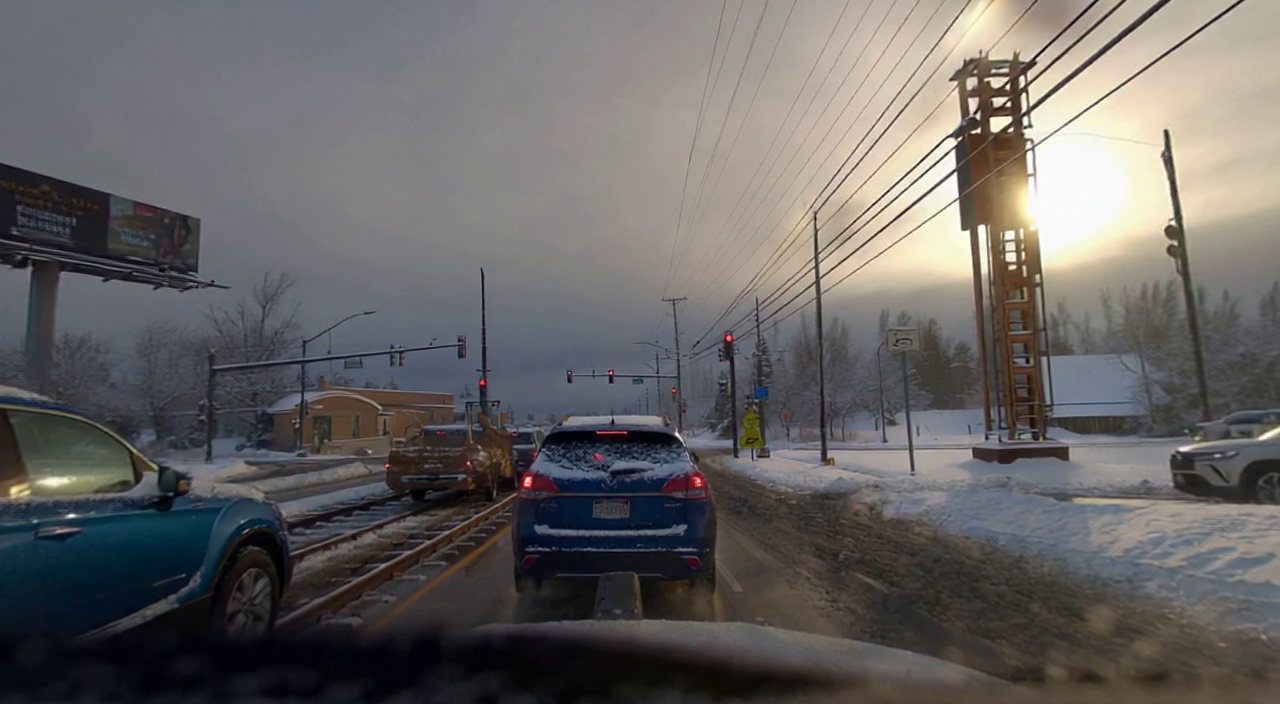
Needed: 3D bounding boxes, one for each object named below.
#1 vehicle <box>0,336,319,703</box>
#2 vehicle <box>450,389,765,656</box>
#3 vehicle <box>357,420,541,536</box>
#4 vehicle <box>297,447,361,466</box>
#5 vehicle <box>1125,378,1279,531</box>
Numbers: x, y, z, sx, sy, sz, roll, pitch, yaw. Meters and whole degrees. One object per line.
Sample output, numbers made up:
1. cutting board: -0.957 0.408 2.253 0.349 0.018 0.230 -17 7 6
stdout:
1. vehicle: -3.930 0.875 3.055 2.052 1.814 5.184 0 -9 -1
2. vehicle: -0.206 1.377 5.986 2.025 1.723 3.644 0 -9 0
3. vehicle: -3.146 2.184 11.507 1.988 1.678 4.317 0 -9 0
4. vehicle: -24.162 8.096 49.087 4.357 1.444 1.842 -3 -9 19
5. vehicle: 9.614 1.312 8.186 5.060 1.702 2.033 1 -9 -4
